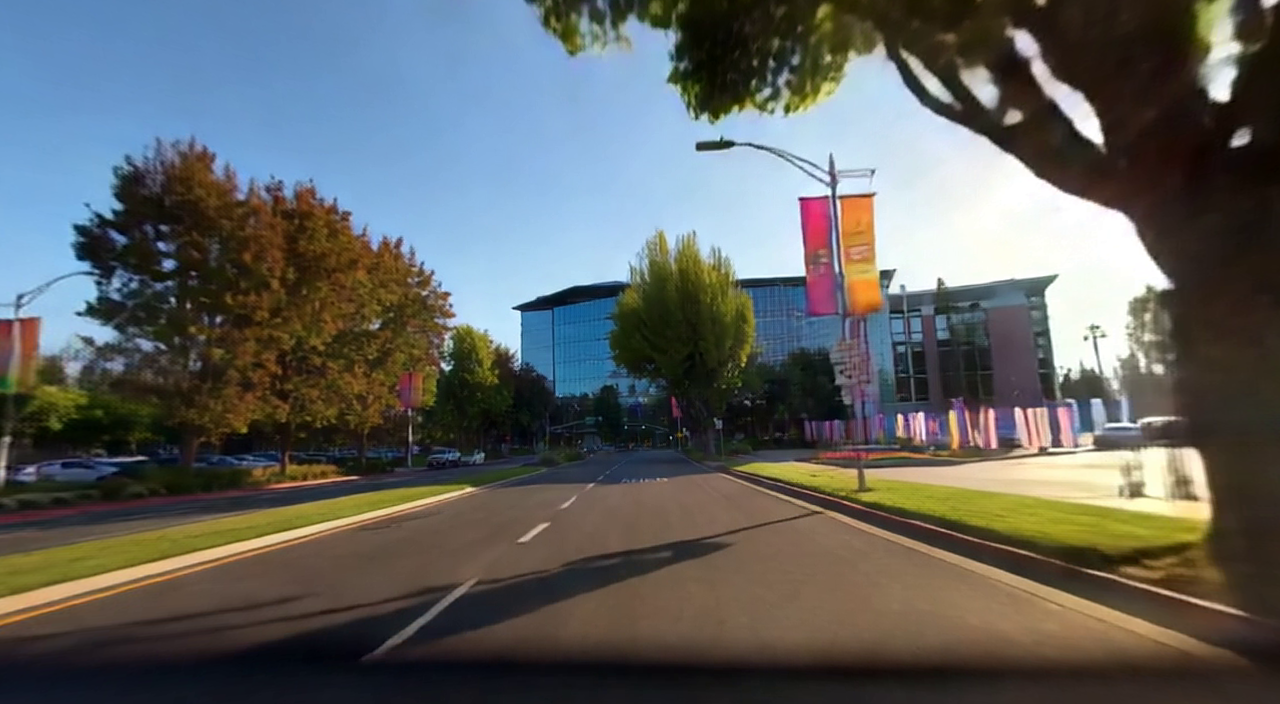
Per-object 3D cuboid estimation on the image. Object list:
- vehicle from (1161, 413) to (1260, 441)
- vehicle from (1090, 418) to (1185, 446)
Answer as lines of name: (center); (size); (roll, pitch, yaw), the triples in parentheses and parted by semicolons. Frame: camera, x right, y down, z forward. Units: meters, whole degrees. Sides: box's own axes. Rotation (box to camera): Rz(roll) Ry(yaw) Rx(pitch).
vehicle: (33.469, 4.450, 36.981); (1.917, 1.469, 4.195); (0, -9, 1)
vehicle: (28.140, 4.597, 35.684); (1.895, 1.503, 4.234); (0, -9, 0)
